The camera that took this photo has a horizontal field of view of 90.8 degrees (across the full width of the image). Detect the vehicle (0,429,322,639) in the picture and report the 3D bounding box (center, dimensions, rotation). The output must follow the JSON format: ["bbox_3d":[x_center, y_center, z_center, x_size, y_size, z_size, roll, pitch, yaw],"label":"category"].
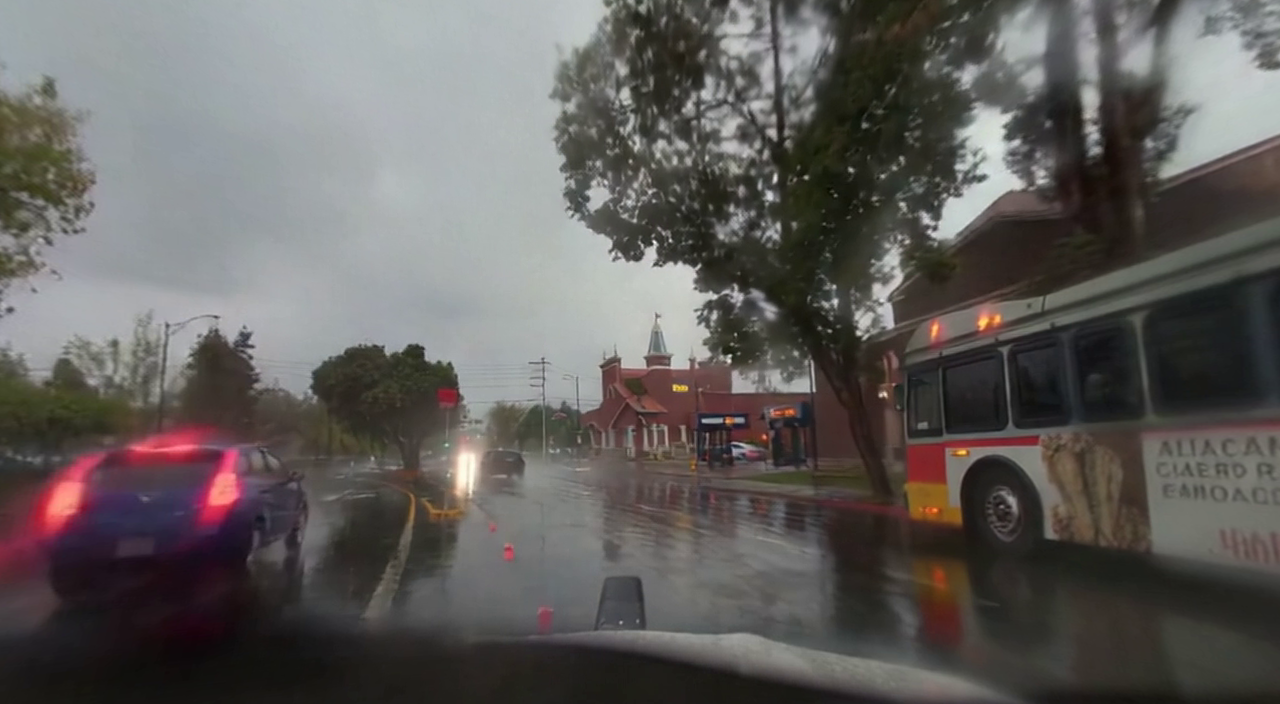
[{"bbox_3d":[-5.164,1.765,7.173,2.060,1.624,4.179,2,-9,-18],"label":"vehicle"}]

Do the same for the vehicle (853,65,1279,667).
[{"bbox_3d":[5.187,-0.050,2.878,3.028,3.353,12.630,0,-9,-5],"label":"vehicle"}]

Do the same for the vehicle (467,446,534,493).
[{"bbox_3d":[-5.552,4.550,24.777,2.032,1.621,4.082,2,-9,-20],"label":"vehicle"}]
